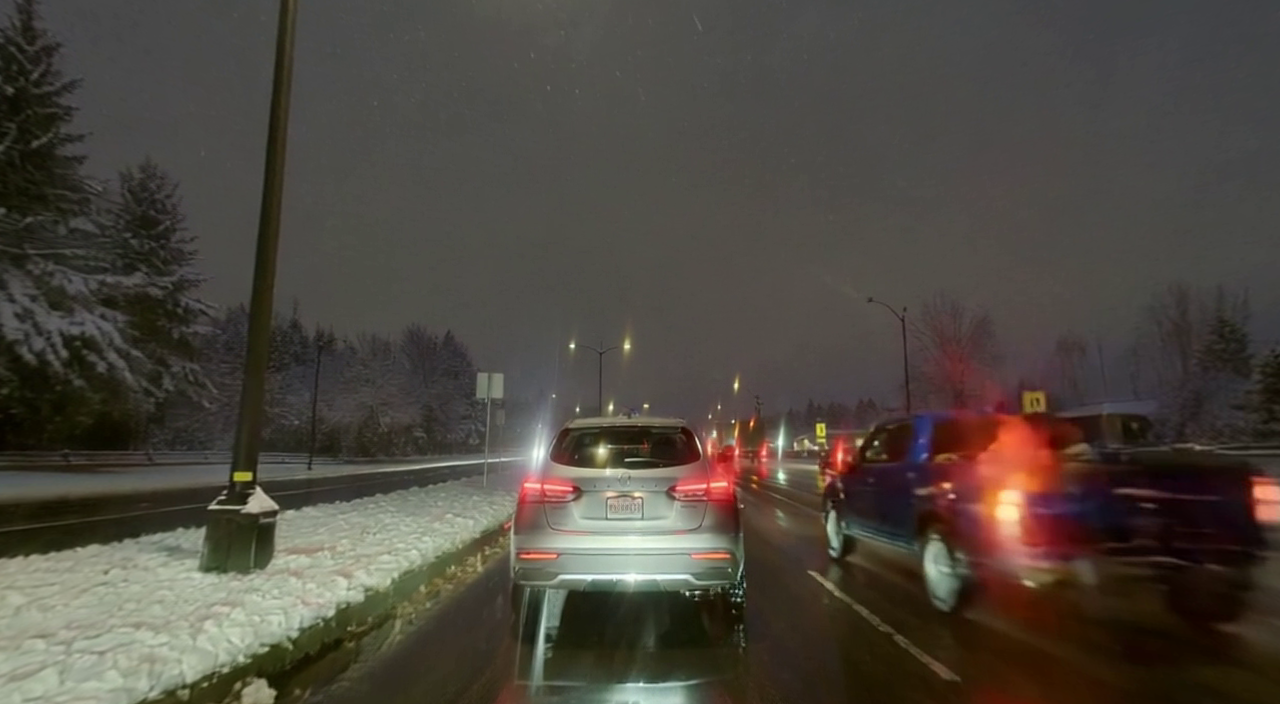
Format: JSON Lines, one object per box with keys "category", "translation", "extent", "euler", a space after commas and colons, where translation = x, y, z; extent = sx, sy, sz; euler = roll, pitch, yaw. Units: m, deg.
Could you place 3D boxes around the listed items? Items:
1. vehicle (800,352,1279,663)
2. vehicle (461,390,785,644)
{"category": "vehicle", "translation": [3.613, 1.356, 6.680], "extent": [2.388, 1.932, 5.410], "euler": [0, -8, 0]}
{"category": "vehicle", "translation": [-0.161, 1.407, 6.327], "extent": [2.172, 1.694, 4.055], "euler": [0, -8, -2]}
